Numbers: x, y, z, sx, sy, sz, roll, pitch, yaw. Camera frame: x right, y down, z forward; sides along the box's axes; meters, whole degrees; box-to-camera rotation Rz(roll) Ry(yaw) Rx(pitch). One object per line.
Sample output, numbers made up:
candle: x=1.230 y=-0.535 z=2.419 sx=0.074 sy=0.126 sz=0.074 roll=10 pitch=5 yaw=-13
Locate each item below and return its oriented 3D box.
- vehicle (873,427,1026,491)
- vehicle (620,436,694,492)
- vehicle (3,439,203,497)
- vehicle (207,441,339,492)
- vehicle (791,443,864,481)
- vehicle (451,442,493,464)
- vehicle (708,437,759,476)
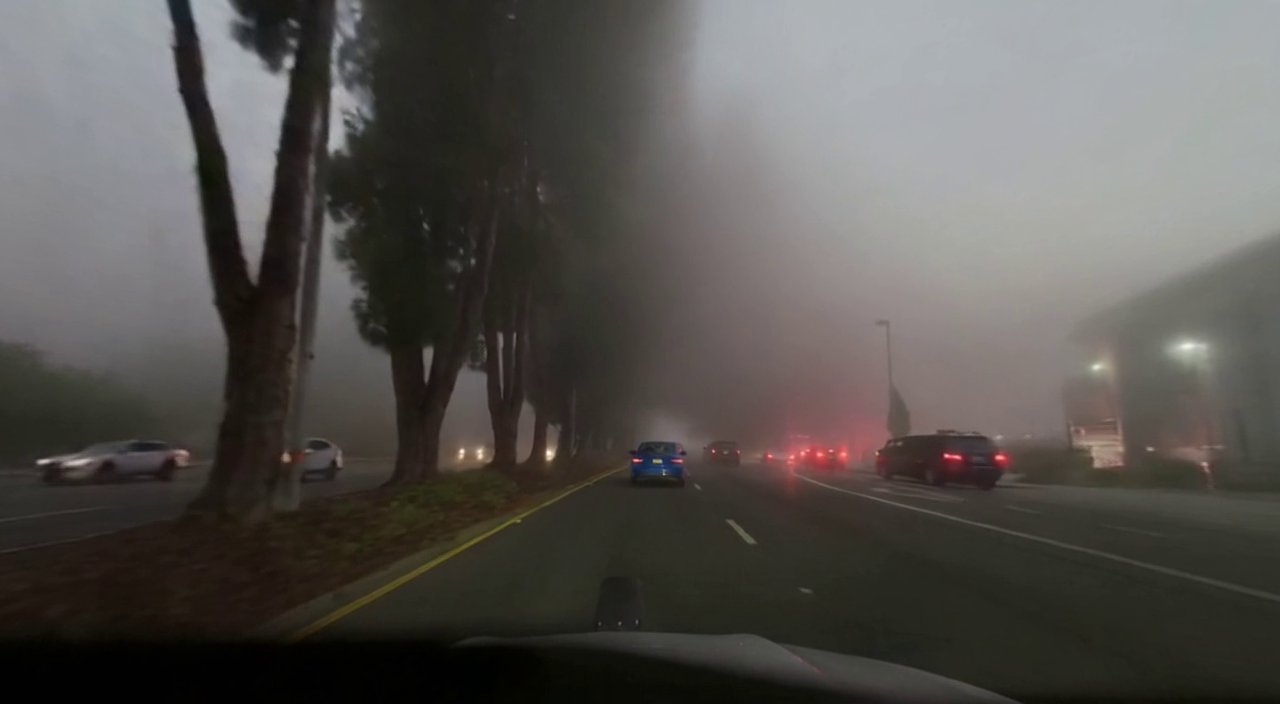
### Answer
vehicle: x=11.419 y=4.030 z=24.101 sx=2.493 sy=2.084 sz=6.892 roll=0 pitch=-9 yaw=1
vehicle: x=0.550 y=3.603 z=20.530 sx=2.145 sy=1.603 sz=4.369 roll=0 pitch=-9 yaw=2
vehicle: x=-16.008 y=3.454 z=19.191 sx=2.036 sy=1.524 sz=4.590 roll=0 pitch=-9 yaw=0
vehicle: x=-12.555 y=3.899 z=21.959 sx=1.869 sy=1.549 sz=4.675 roll=1 pitch=-8 yaw=-2
vehicle: x=7.981 y=4.710 z=27.199 sx=1.928 sy=1.488 sz=4.361 roll=0 pitch=-9 yaw=1
vehicle: x=-12.107 y=7.290 z=45.501 sx=1.785 sy=1.503 sz=3.885 roll=0 pitch=-9 yaw=3
vehicle: x=4.577 y=5.193 z=31.457 sx=1.976 sy=1.796 sz=4.159 roll=0 pitch=-9 yaw=1
